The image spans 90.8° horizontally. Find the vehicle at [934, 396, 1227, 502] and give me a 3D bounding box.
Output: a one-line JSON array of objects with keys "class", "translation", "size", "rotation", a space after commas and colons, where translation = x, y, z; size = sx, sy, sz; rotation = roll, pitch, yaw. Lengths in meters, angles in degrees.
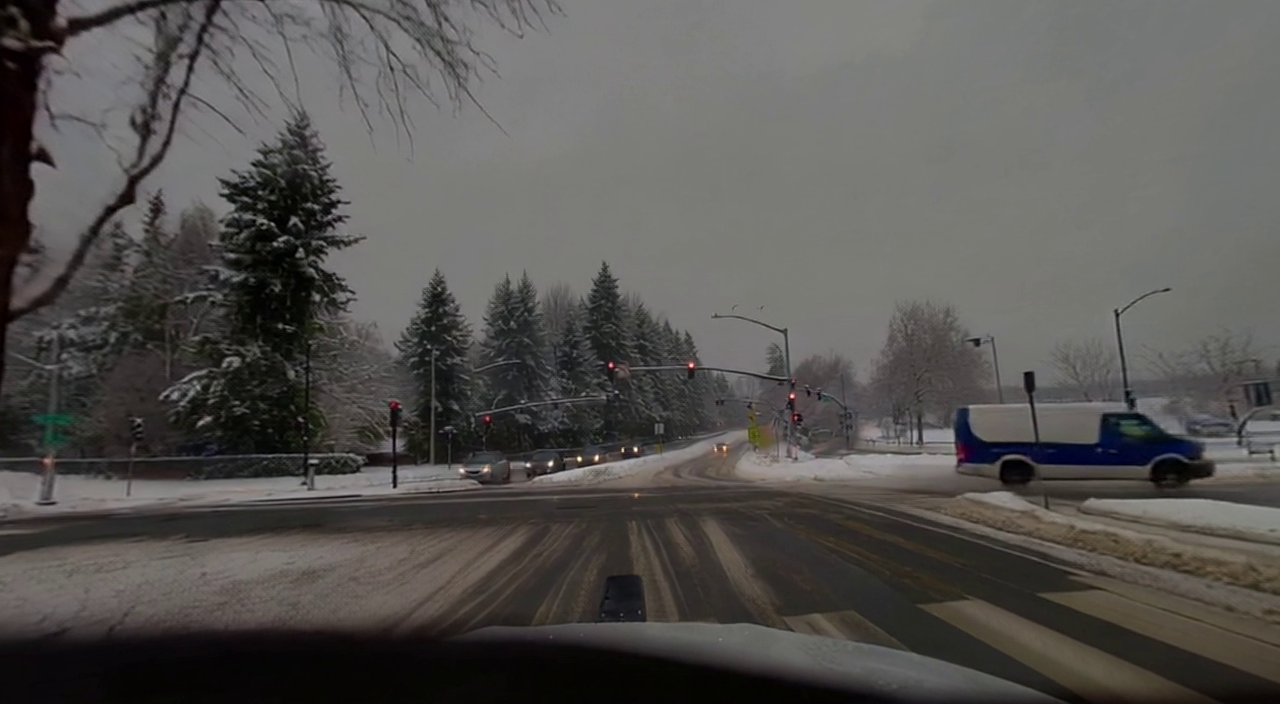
[{"class": "vehicle", "translation": [11.151, 2.556, 16.772], "size": [5.791, 2.404, 2.465], "rotation": [-3, -9, 21]}]
